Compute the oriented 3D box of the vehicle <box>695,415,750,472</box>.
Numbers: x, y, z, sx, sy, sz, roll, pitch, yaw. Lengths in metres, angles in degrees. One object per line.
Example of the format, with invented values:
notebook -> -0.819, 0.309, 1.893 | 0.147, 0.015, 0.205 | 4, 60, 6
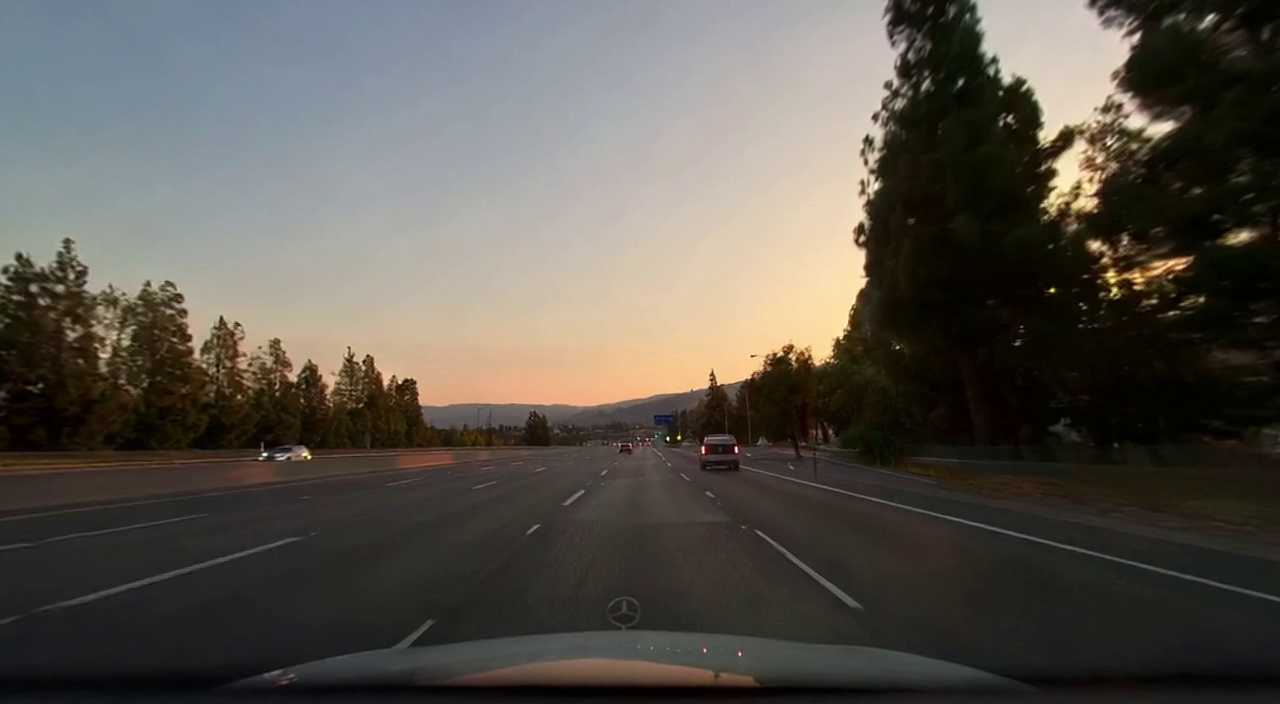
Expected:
vehicle -> 3.872, 4.336, 30.058 | 1.928, 2.466, 2.982 | -3, -8, -2
